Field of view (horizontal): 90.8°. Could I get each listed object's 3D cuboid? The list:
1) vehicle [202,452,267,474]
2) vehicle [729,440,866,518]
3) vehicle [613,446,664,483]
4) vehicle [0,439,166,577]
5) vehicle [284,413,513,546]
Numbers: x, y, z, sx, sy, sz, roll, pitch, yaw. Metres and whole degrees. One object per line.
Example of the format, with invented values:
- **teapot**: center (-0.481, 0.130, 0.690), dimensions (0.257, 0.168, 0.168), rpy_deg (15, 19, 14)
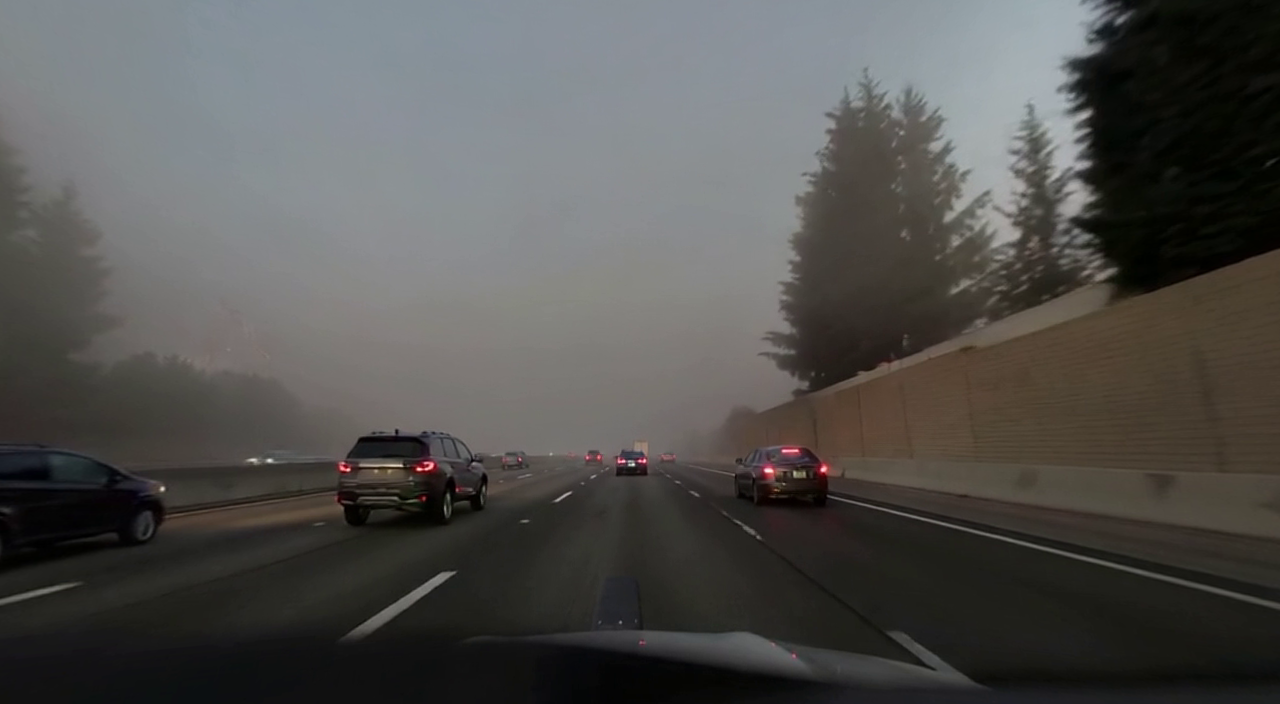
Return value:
- **vehicle**: center (-31.479, 8.606, 49.220), dimensions (1.940, 1.670, 4.764), rpy_deg (0, -9, 0)
- **vehicle**: center (3.442, 2.845, 14.773), dimensions (1.917, 1.507, 4.540), rpy_deg (0, -9, -2)
- **vehicle**: center (-0.101, 4.831, 27.431), dimensions (2.045, 1.452, 4.040), rpy_deg (0, -9, -1)
- **vehicle**: center (-7.847, 1.702, 6.937), dimensions (1.908, 1.476, 4.342), rpy_deg (0, -9, 0)
- **vehicle**: center (-3.681, 2.041, 10.715), dimensions (2.121, 1.775, 4.335), rpy_deg (0, -9, 0)
